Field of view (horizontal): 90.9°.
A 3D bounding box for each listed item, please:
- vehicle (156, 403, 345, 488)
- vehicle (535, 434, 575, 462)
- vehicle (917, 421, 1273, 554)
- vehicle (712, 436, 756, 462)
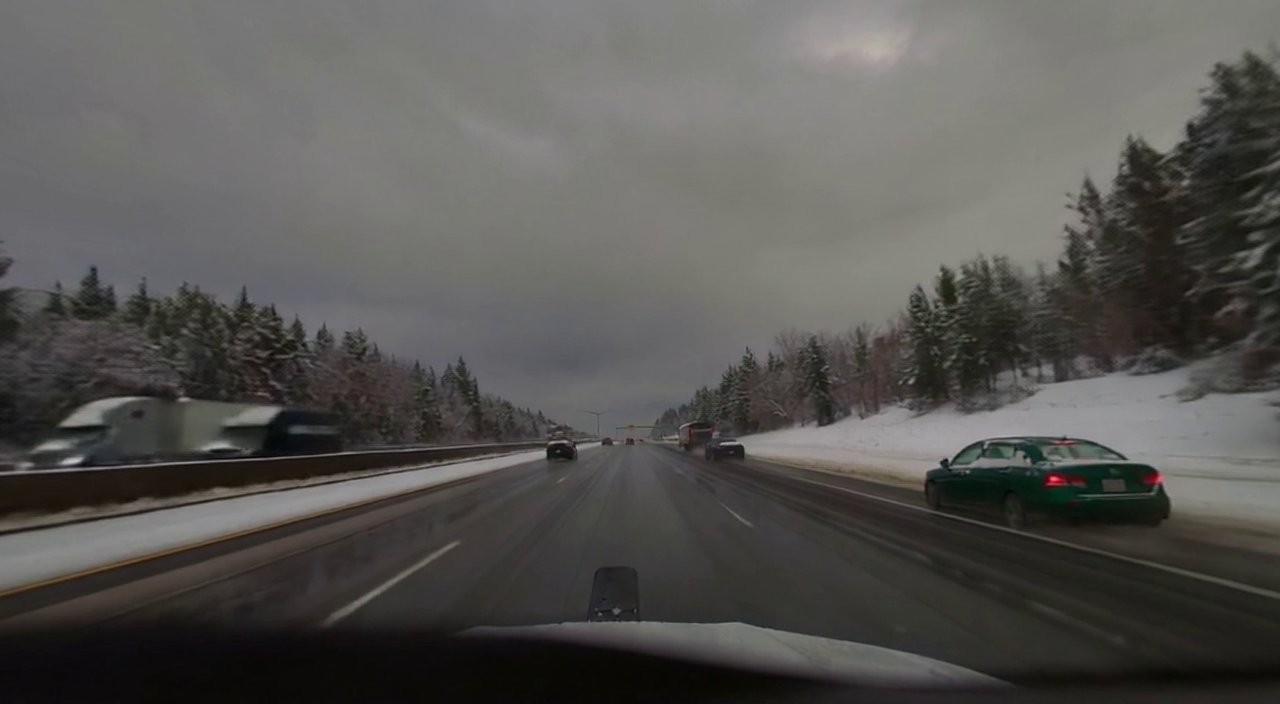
[{"bbox_3d":[-13.688,3.361,23.023,2.436,2.595,7.097,0,-8,-1],"label":"vehicle"},{"bbox_3d":[-5.112,5.797,38.306,1.966,1.570,3.859,0,-8,-1],"label":"vehicle"},{"bbox_3d":[6.129,1.823,9.334,2.028,1.488,4.236,0,-8,-1],"label":"vehicle"},{"bbox_3d":[5.512,5.719,37.424,1.920,1.436,3.890,0,-8,-2],"label":"vehicle"}]
